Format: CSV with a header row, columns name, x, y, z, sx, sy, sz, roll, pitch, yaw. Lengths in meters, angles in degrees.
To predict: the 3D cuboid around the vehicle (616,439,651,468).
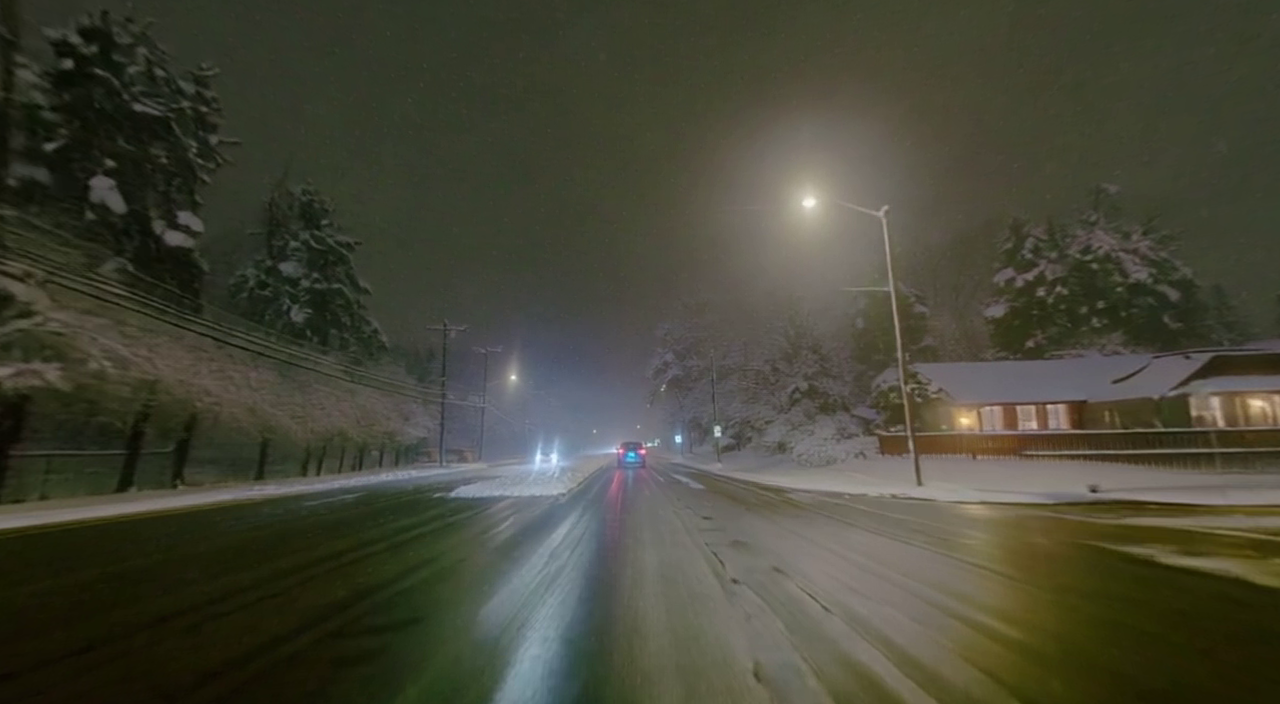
name,x,y,z,sx,sy,sz,roll,pitch,yaw
vehicle,-0.487,6.813,42.612,2.230,1.827,4.298,0,-8,-2
